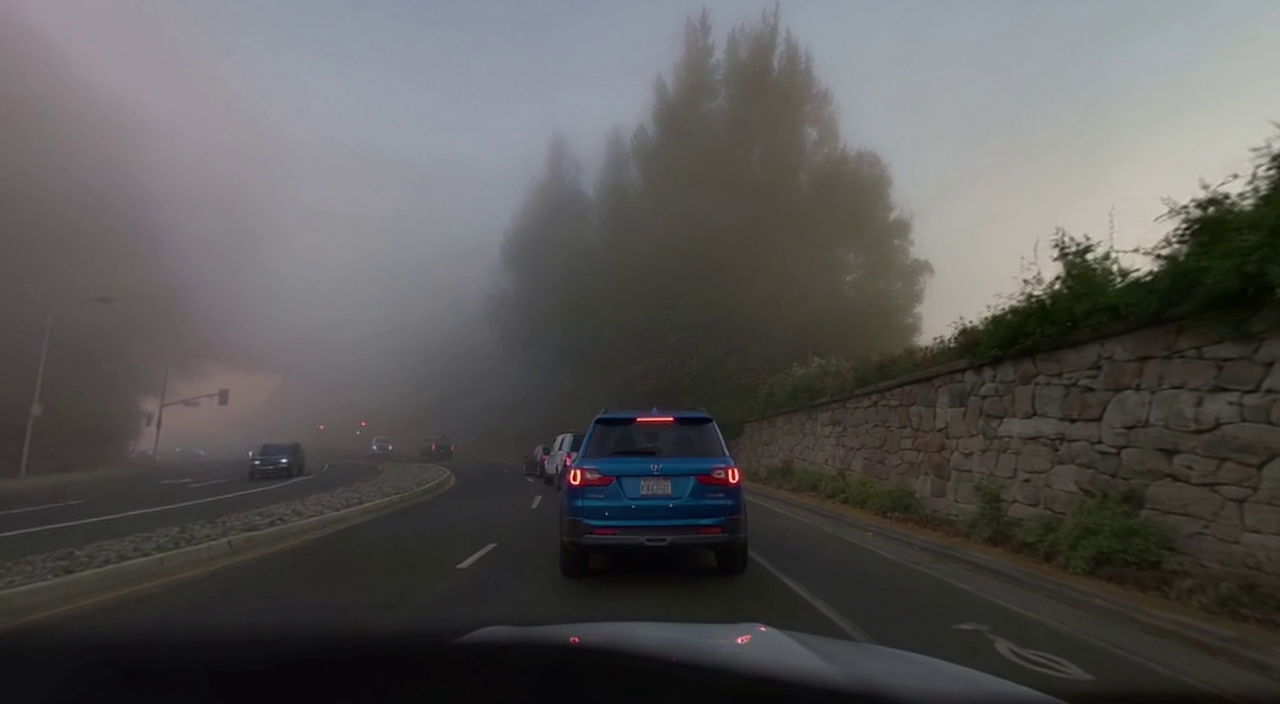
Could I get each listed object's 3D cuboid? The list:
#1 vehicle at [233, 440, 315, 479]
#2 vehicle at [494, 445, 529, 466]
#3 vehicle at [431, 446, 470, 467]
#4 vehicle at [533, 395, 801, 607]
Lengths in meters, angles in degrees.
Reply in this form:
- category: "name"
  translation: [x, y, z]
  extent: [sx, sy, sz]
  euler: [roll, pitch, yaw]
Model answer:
- category: "vehicle"
  translation: [-17.438, 5.108, 30.398]
  extent: [2.317, 1.695, 4.538]
  euler: [2, -9, -17]
- category: "vehicle"
  translation: [-9.954, 7.908, 48.617]
  extent: [1.837, 1.483, 4.559]
  euler: [3, -9, -22]
- category: "vehicle"
  translation: [-14.209, 7.781, 47.304]
  extent: [2.023, 1.474, 4.286]
  euler: [4, -9, -26]
- category: "vehicle"
  translation: [0.054, 1.569, 7.579]
  extent: [2.287, 1.762, 4.269]
  euler: [1, -8, -5]
